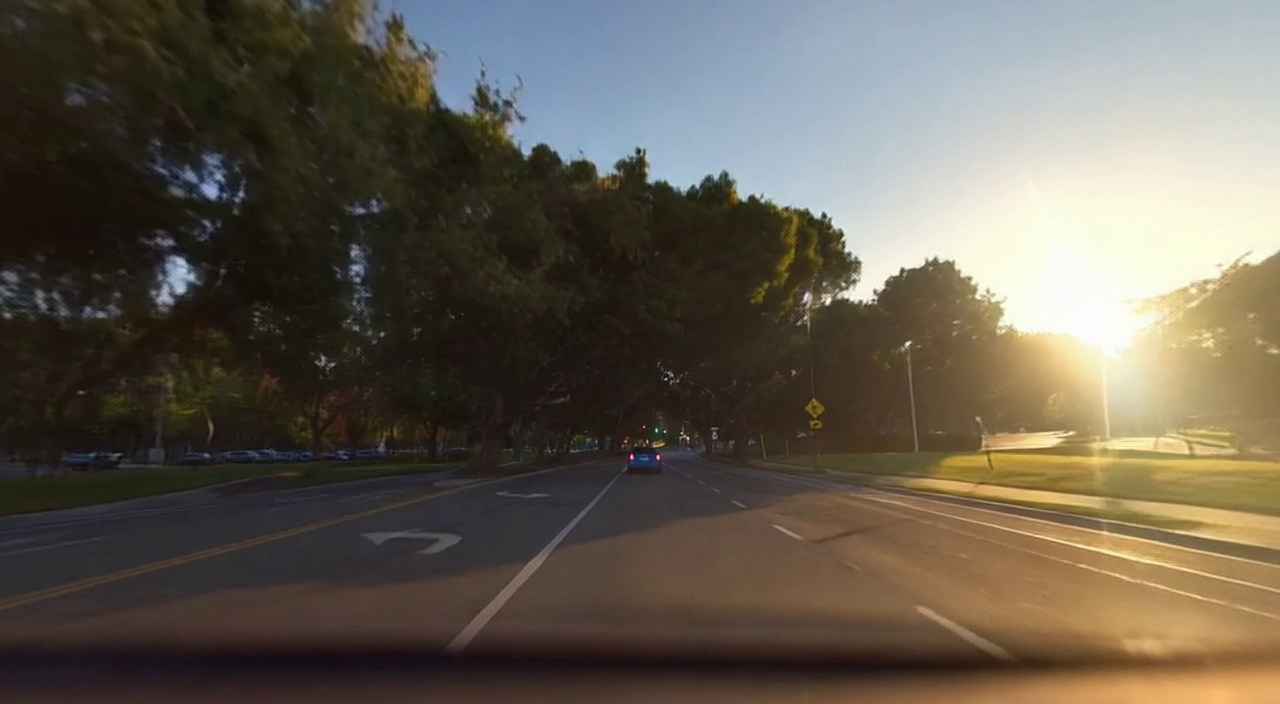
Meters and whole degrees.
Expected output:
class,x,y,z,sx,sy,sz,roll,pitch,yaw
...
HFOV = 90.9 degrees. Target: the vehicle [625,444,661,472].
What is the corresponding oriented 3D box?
class,x,y,z,sx,sy,sz,roll,pitch,yaw
vehicle,0.105,6.095,36.657,1.978,1.499,3.915,0,-8,-1
